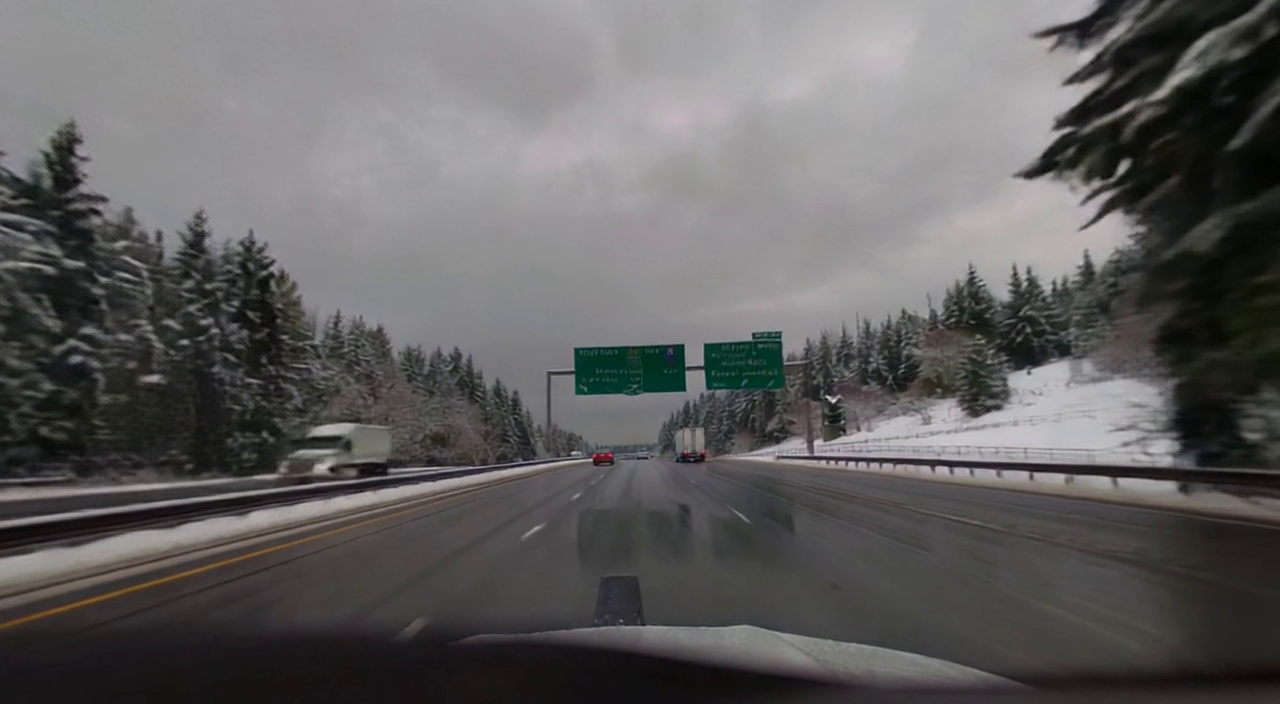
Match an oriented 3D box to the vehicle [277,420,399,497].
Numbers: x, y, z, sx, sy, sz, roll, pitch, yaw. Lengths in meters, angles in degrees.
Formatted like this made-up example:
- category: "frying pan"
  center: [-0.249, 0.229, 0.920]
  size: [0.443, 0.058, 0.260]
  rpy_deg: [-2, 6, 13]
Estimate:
- category: "vehicle"
  center: [-14.712, 5.264, 31.466]
  size: [2.450, 3.334, 7.290]
  rpy_deg: [-1, -9, 0]
